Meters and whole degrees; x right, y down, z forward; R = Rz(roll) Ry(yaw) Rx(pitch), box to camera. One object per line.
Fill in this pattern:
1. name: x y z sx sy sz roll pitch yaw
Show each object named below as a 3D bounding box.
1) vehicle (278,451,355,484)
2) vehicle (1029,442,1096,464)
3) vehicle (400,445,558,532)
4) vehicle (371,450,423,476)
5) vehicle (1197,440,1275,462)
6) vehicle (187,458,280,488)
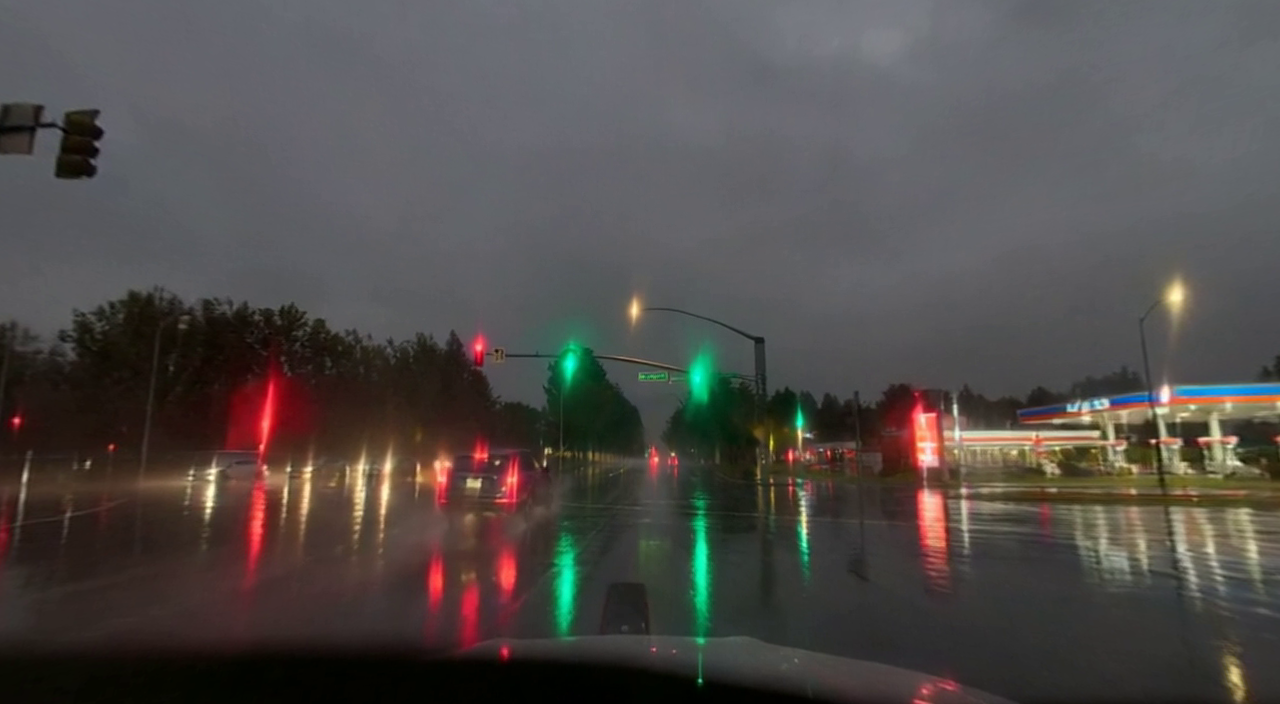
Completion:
1. vehicle: -17.370 6.184 34.111 1.887 1.635 4.281 0 -9 0
2. vehicle: 33.010 7.898 49.401 2.148 1.679 4.197 1 -9 -5
3. vehicle: -3.086 2.713 13.216 2.041 1.483 4.533 0 -9 1
4. vehicle: -17.596 8.040 45.887 2.032 1.741 4.450 0 -9 0
5. vehicle: 40.168 6.709 42.507 3.518 1.433 1.763 1 -9 -5
6. vehicle: -20.840 6.194 32.569 1.821 1.371 4.545 0 -9 -1
